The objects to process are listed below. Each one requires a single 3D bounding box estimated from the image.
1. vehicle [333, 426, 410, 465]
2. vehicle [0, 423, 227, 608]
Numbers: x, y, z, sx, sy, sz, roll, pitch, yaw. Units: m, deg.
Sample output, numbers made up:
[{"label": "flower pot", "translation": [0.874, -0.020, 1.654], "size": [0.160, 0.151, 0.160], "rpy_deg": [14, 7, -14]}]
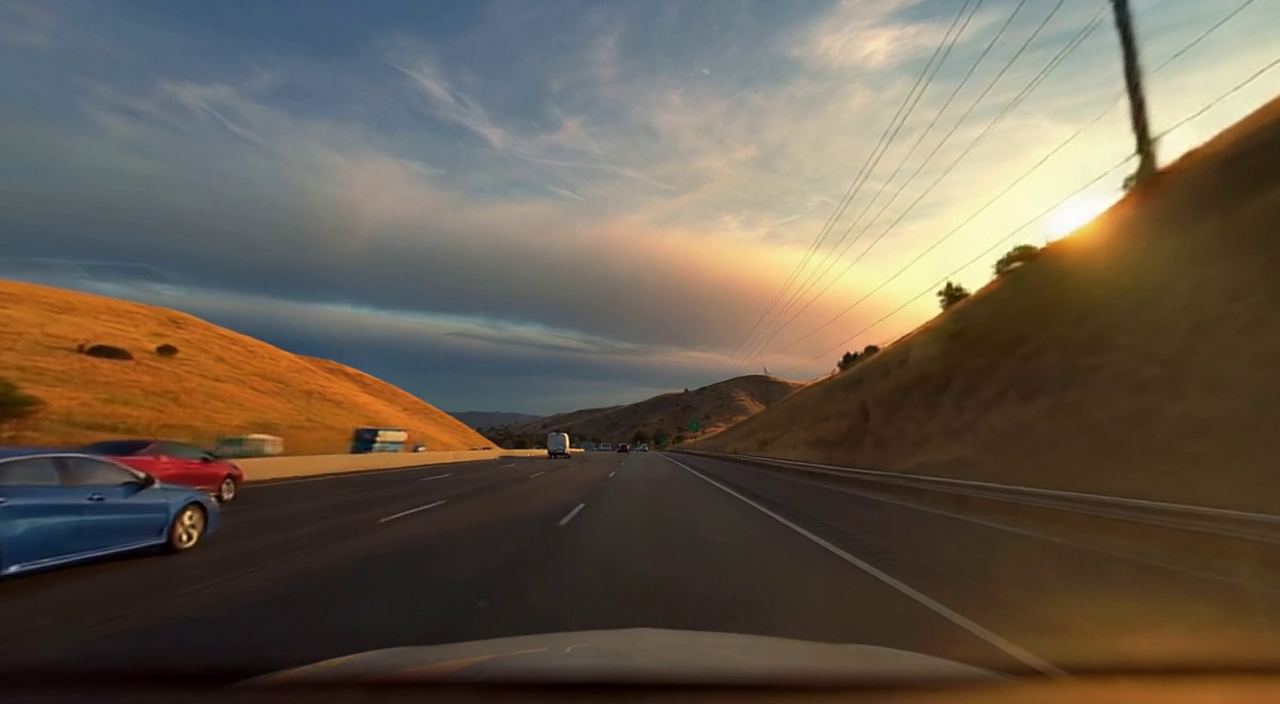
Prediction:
[{"label": "vehicle", "translation": [-17.187, 6.074, 40.781], "size": [2.331, 2.289, 5.787], "rpy_deg": [0, -9, 1]}, {"label": "vehicle", "translation": [-6.100, 1.350, 5.352], "size": [1.955, 1.469, 4.554], "rpy_deg": [0, -9, 2]}]
